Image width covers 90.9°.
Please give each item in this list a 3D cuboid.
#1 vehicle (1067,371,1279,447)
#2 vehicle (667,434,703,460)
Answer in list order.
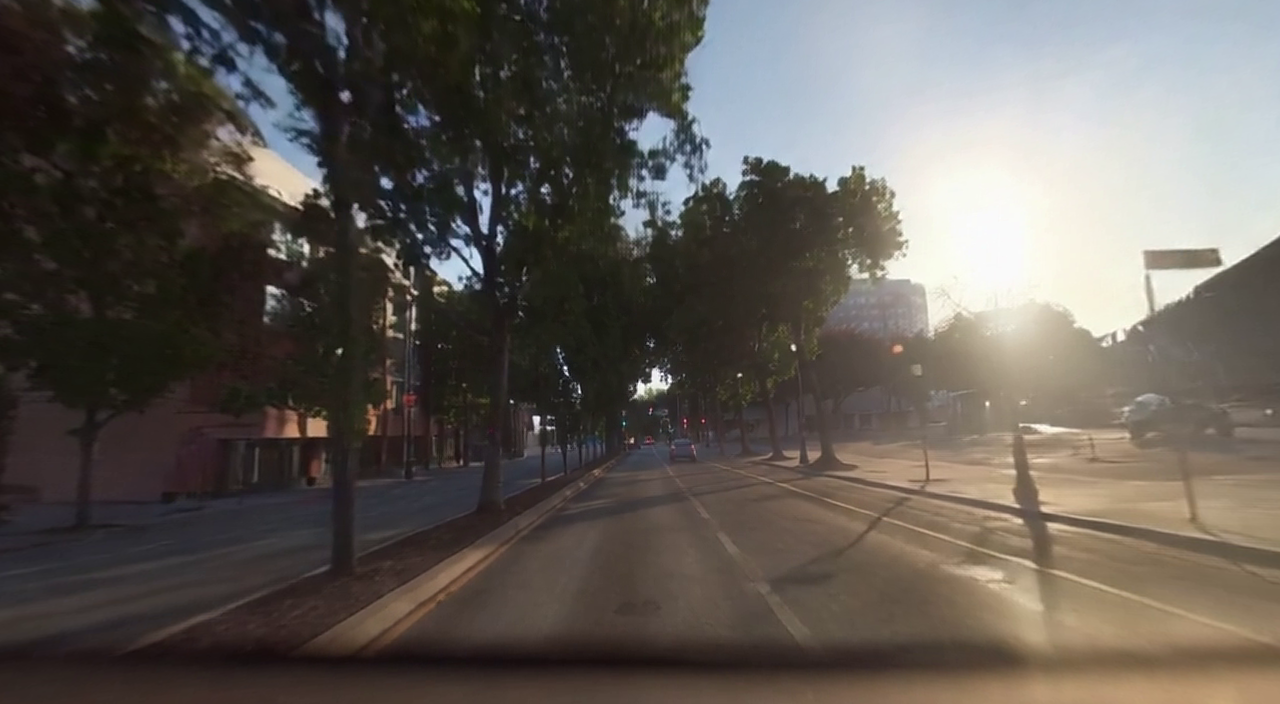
[{"bbox_3d":[18.200,1.933,21.533,5.640,2.310,2.101,2,-5,4],"label":"vehicle"},{"bbox_3d":[3.015,6.509,43.276,2.129,1.719,4.205,0,-8,0],"label":"vehicle"}]
